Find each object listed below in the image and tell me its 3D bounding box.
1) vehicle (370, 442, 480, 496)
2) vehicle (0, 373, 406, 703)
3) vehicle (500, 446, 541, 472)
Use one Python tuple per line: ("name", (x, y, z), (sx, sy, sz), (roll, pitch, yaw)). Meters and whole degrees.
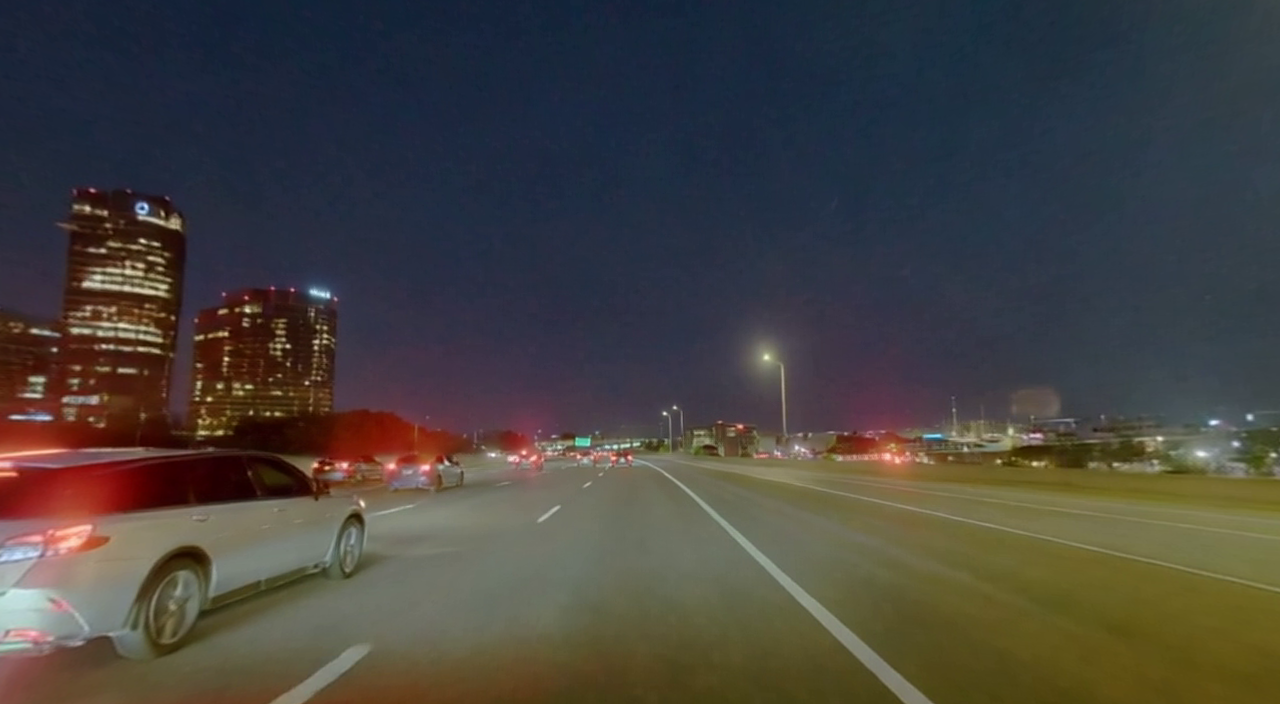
("vehicle", (-7.169, 3.925, 21.565), (2.075, 1.642, 4.638), (0, -9, 1))
("vehicle", (-3.670, 1.261, 4.635), (2.036, 1.717, 4.592), (0, -9, 1))
("vehicle", (-8.404, 7.561, 44.651), (2.065, 1.689, 4.399), (0, -9, -1))
